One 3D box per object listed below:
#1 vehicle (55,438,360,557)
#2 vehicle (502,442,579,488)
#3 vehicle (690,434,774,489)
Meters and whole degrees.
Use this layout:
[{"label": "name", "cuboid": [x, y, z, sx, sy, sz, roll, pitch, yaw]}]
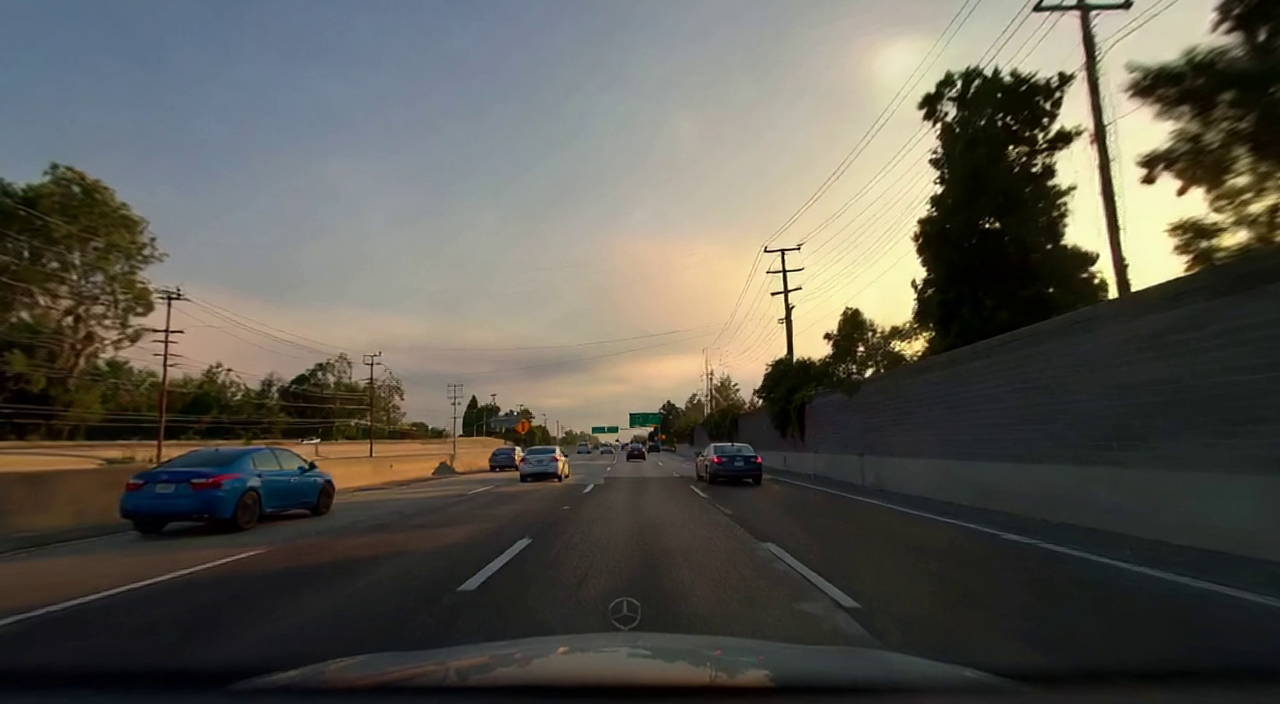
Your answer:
[{"label": "vehicle", "cuboid": [-6.434, 2.158, 10.162, 1.903, 1.482, 4.180, 0, -8, 0]}, {"label": "vehicle", "cuboid": [-3.451, 4.015, 22.848, 2.066, 1.488, 4.377, 0, -8, 0]}, {"label": "vehicle", "cuboid": [3.040, 3.727, 21.829, 2.100, 1.659, 4.387, 0, -8, -2]}]
